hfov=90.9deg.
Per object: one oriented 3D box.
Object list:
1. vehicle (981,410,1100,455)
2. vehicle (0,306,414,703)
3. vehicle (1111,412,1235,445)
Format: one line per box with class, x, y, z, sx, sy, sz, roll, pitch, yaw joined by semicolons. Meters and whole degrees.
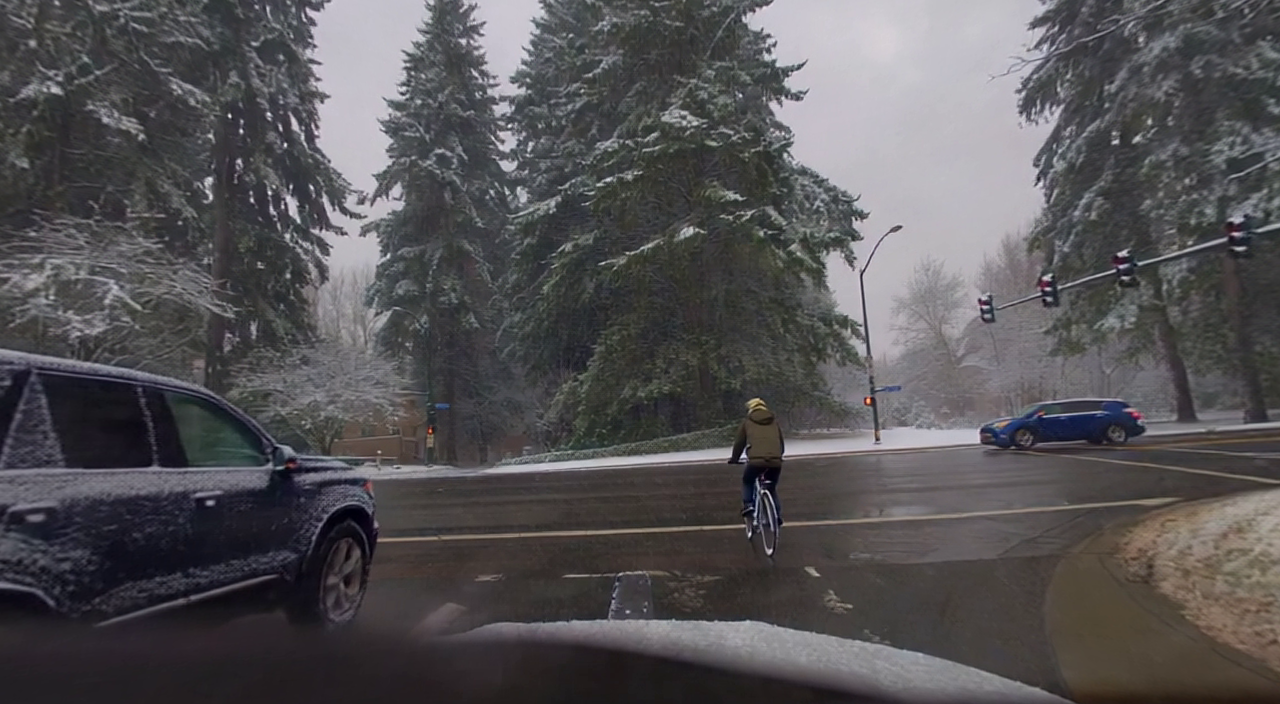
vehicle;18.579;3.754;29.362;4.237;1.948;1.997;0;-9;-9
vehicle;-2.951;0.907;2.976;2.049;1.756;4.602;0;-8;0
vehicle;25.740;3.749;30.476;4.716;1.507;1.904;2;-9;-11
